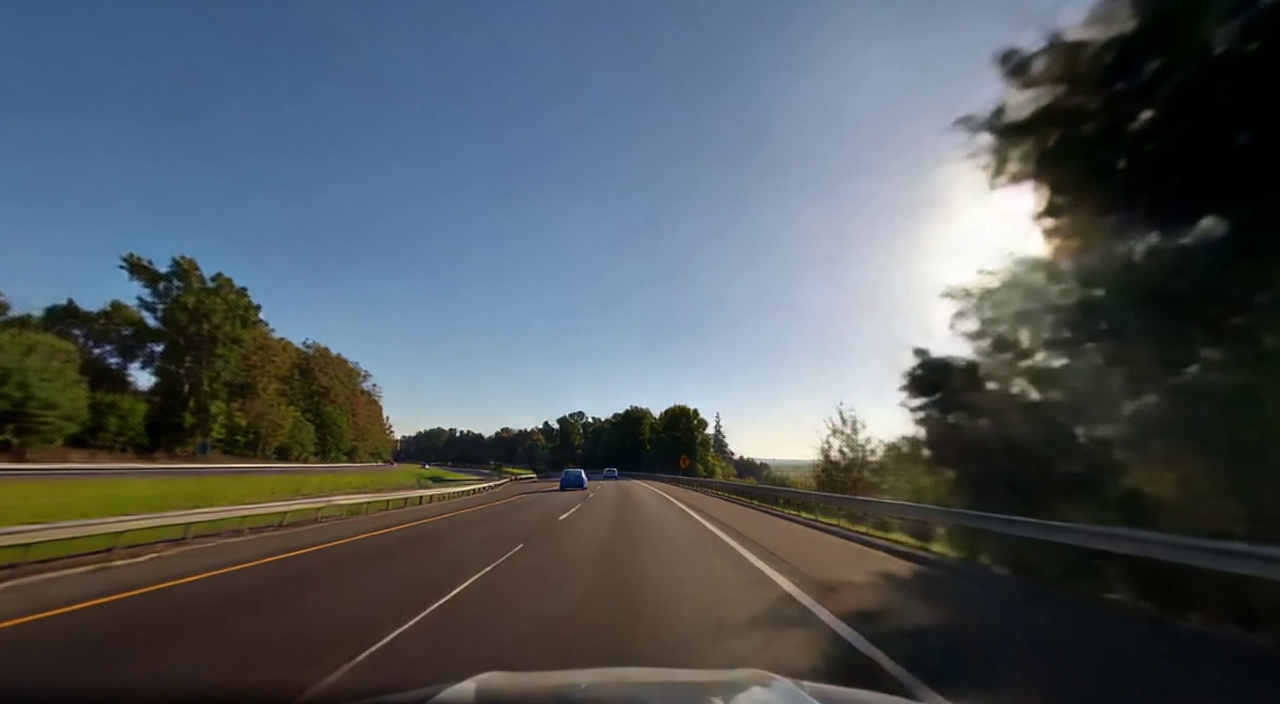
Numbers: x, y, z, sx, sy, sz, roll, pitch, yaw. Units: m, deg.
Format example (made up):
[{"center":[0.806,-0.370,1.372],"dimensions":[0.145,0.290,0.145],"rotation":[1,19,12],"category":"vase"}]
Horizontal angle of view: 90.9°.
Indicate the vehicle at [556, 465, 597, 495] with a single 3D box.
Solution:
[{"center":[-3.547,7.274,36.022],"dimensions":[1.967,1.556,4.364],"rotation":[1,-10,-1],"category":"vehicle"}]
